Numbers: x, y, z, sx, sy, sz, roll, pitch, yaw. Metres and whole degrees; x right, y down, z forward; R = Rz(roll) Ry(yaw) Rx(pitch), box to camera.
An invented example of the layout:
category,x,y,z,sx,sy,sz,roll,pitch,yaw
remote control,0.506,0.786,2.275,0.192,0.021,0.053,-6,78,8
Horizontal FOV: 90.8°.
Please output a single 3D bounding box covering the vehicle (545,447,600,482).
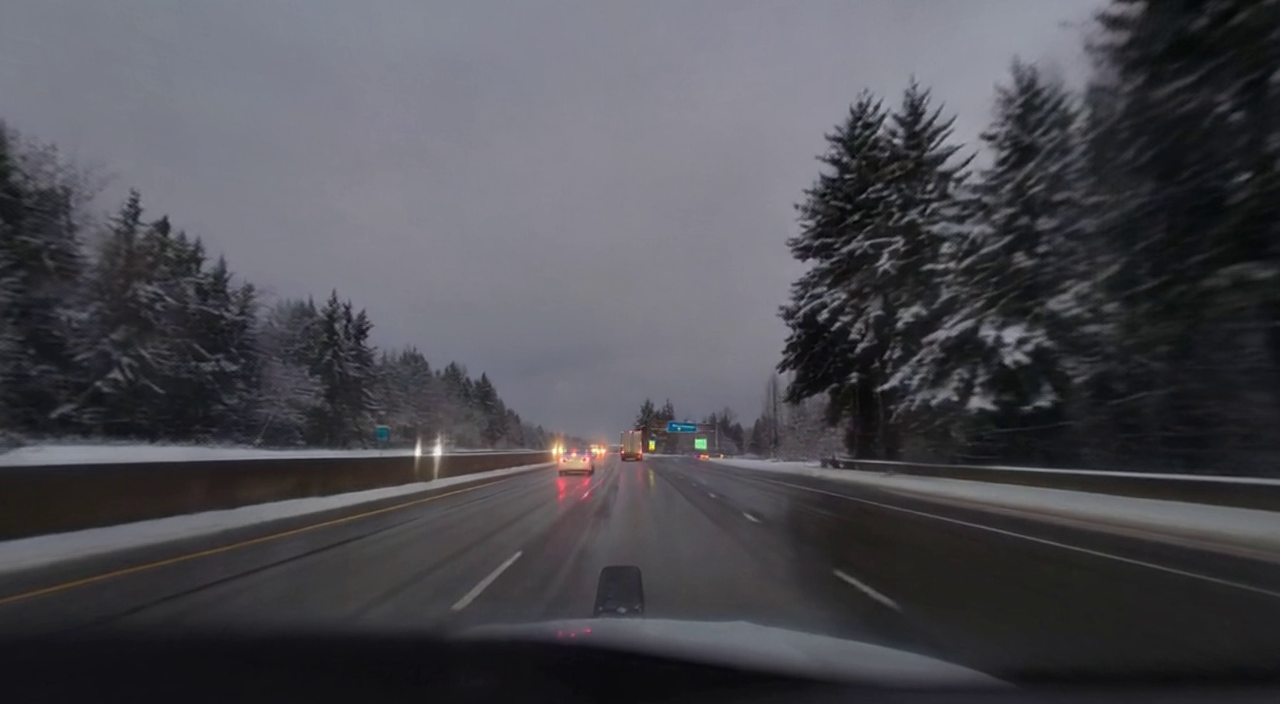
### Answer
category,x,y,z,sx,sy,sz,roll,pitch,yaw
vehicle,-3.226,5.477,31.067,2.184,1.574,5.004,0,-9,-1
